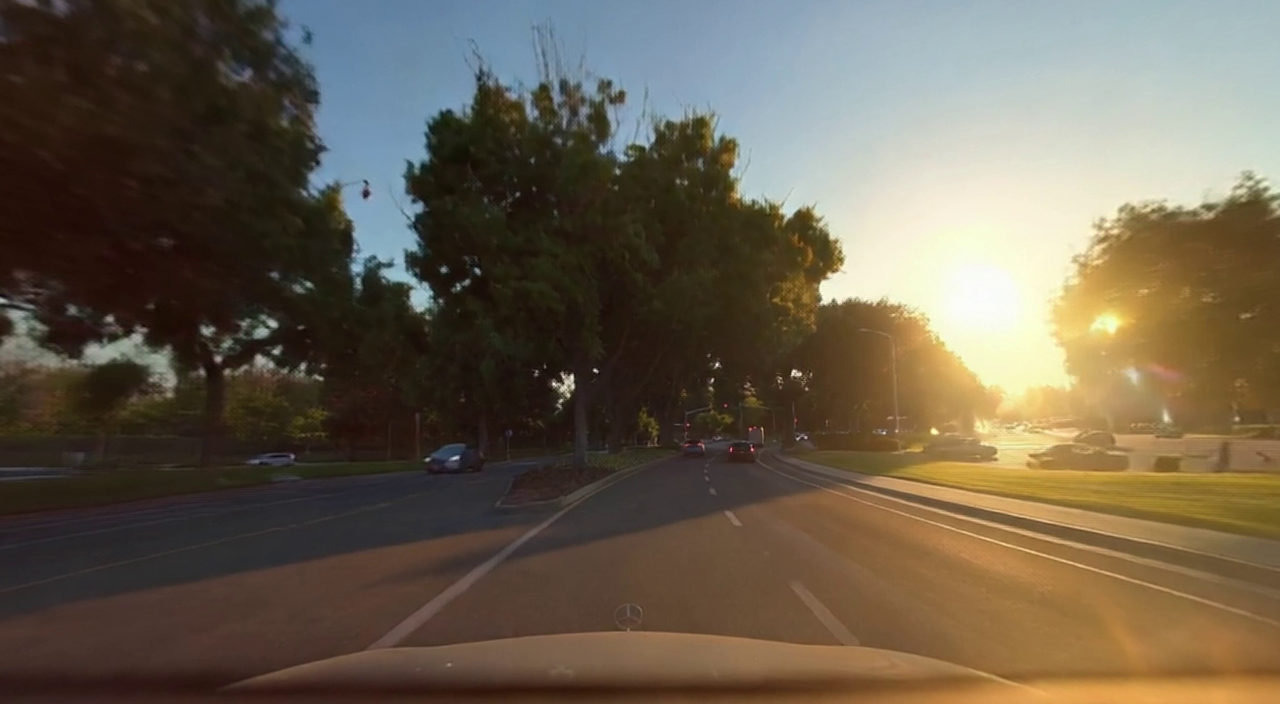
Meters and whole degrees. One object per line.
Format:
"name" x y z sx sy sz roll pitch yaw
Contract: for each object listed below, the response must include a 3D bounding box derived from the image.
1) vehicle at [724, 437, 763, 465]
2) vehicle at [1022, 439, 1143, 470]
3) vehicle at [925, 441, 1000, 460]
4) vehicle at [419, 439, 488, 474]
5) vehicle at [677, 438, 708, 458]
"vehicle" 5.973 5.767 36.941 1.989 1.497 4.436 -1 -8 6
"vehicle" 22.513 5.226 32.224 4.322 1.467 2.457 0 -8 -2
"vehicle" 24.129 7.406 47.369 4.627 1.418 1.800 -2 -9 10
"vehicle" -10.021 5.643 34.304 1.969 1.755 4.518 -1 -9 6
"vehicle" 4.191 7.576 49.808 2.066 1.482 4.273 -2 -9 9
